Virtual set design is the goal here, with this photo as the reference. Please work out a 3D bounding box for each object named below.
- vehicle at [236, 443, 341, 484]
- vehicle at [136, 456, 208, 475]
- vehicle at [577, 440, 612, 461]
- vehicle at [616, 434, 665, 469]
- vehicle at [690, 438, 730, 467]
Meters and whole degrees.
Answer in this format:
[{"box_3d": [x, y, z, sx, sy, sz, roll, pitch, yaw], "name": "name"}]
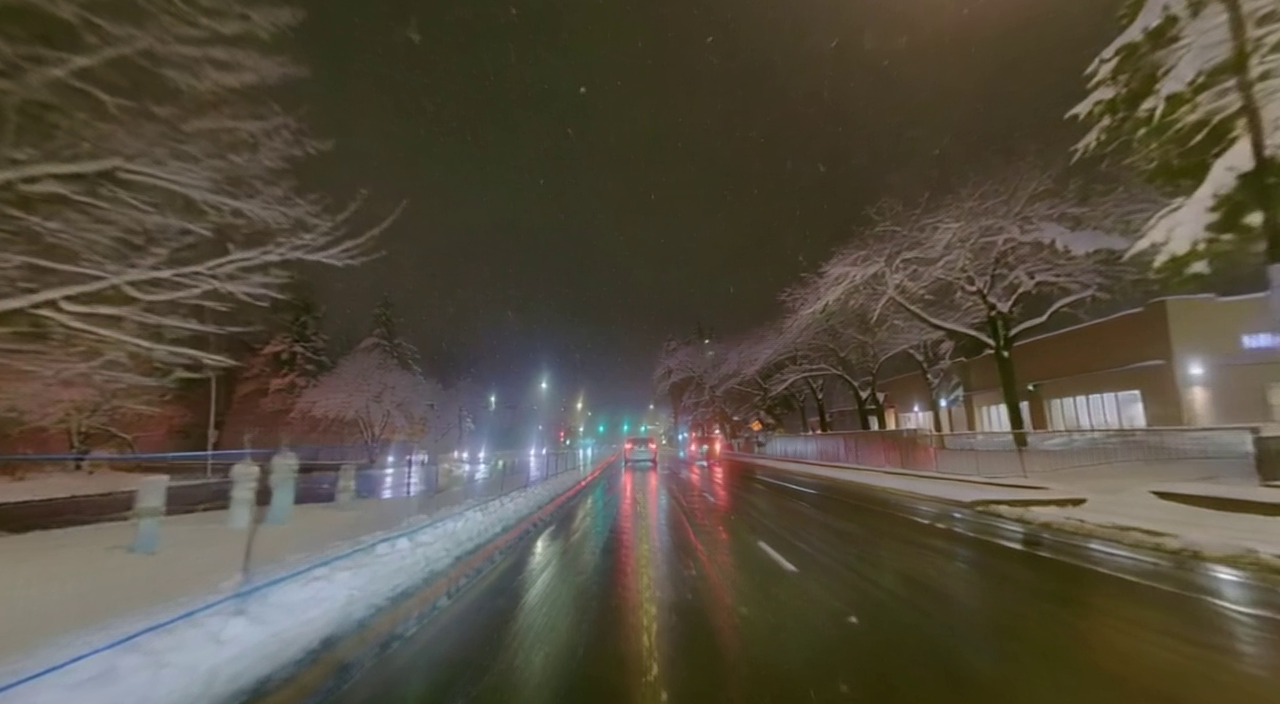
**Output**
[{"box_3d": [-14.492, 4.576, 26.288, 1.868, 1.528, 4.317, 0, -8, 0], "name": "vehicle"}, {"box_3d": [-37.042, 8.989, 49.902, 4.335, 1.426, 1.719, -1, -8, 2], "name": "vehicle"}, {"box_3d": [-3.270, 7.186, 46.223, 2.189, 1.441, 4.350, 0, -8, 0], "name": "vehicle"}, {"box_3d": [0.122, 5.242, 33.358, 2.000, 1.671, 4.276, -1, -8, 8], "name": "vehicle"}, {"box_3d": [3.757, 5.392, 33.973, 1.974, 1.490, 4.231, -1, -8, 6], "name": "vehicle"}]
